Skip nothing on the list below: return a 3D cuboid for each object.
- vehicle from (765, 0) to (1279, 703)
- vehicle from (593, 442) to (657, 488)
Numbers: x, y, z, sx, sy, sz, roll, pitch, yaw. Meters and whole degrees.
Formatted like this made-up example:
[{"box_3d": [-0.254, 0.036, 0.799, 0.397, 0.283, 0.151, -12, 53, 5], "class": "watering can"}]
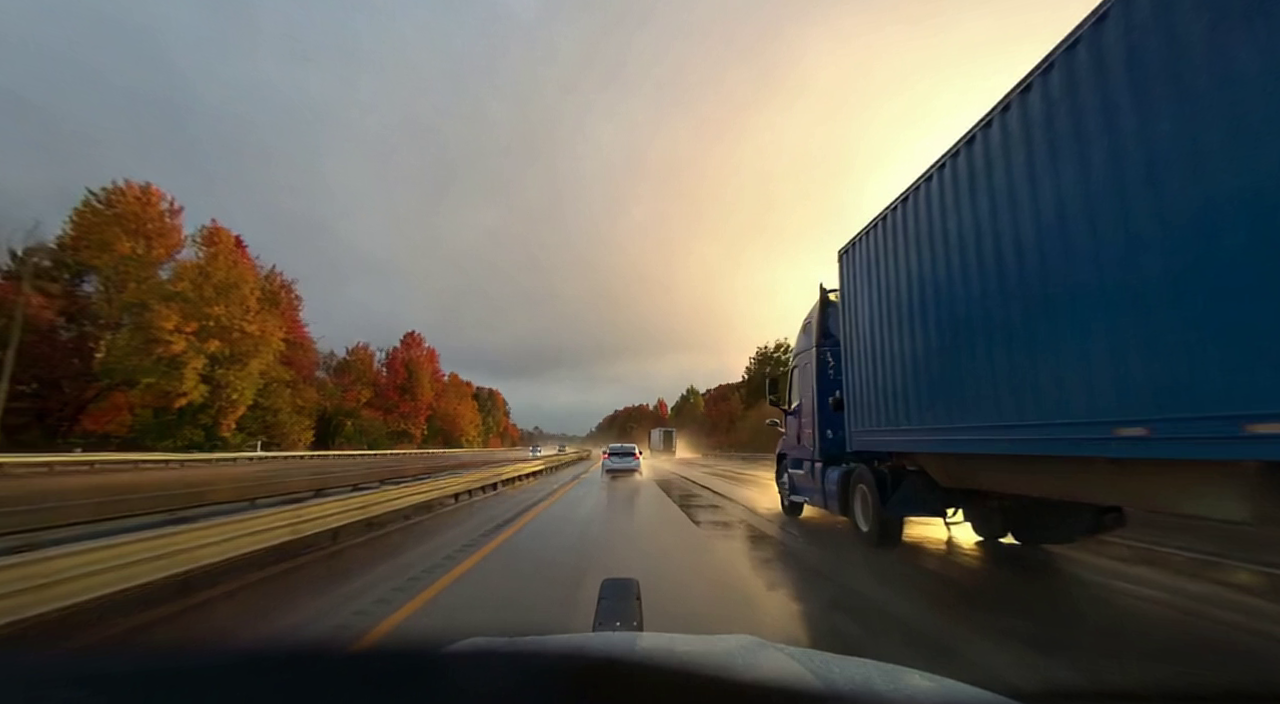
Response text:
[{"box_3d": [3.766, -0.234, 3.541, 2.907, 4.022, 15.028, 0, -9, 0], "class": "vehicle"}, {"box_3d": [-0.523, 4.074, 22.875, 2.099, 1.506, 4.097, 0, -9, -1], "class": "vehicle"}]
